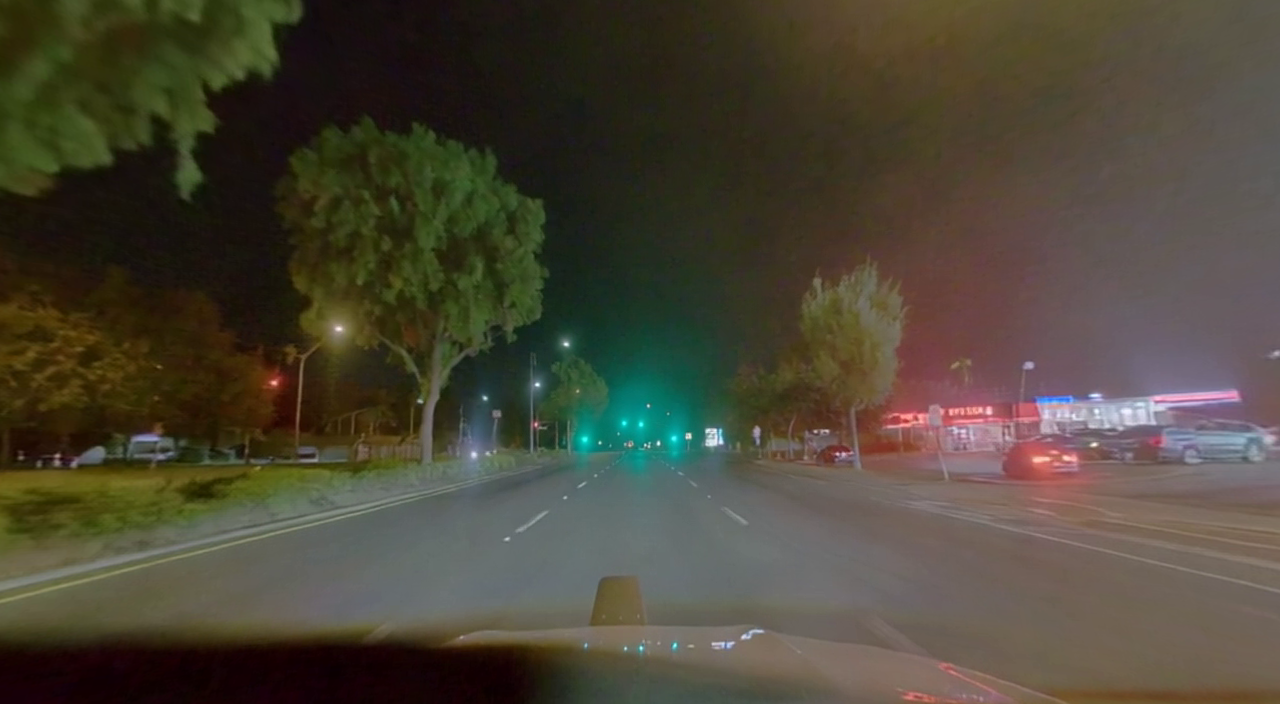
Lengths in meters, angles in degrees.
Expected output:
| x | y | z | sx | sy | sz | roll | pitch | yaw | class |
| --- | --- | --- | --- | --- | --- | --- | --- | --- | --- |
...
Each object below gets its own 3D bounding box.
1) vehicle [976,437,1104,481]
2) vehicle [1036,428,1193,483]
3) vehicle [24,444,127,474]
| x | y | z | sx | sy | sz | roll | pitch | yaw | class |
| --- | --- | --- | --- | --- | --- | --- | --- | --- | --- |
| 14.887 | 3.985 | 23.882 | 1.920 | 1.471 | 4.516 | 0 | -8 | 1 | vehicle |
| 17.342 | 3.817 | 23.487 | 2.038 | 1.812 | 4.851 | 0 | -8 | 0 | vehicle |
| -31.851 | 6.039 | 35.731 | 3.894 | 1.590 | 1.908 | 0 | -8 | -1 | vehicle |
